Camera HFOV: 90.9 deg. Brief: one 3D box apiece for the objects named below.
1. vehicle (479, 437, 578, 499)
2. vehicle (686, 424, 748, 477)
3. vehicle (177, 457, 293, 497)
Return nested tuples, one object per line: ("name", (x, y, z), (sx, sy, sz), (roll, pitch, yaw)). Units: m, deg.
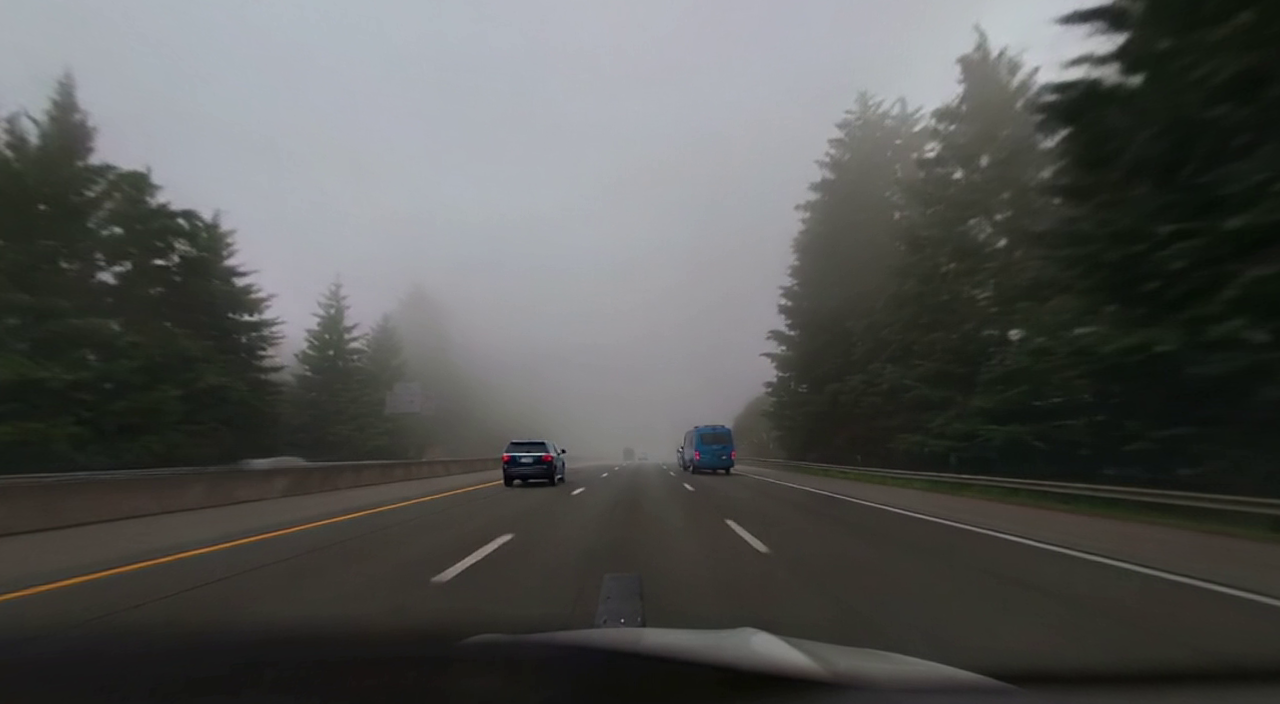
("vehicle", (-3.165, 3.416, 18.967), (2.020, 1.619, 4.690), (0, -9, 1))
("vehicle", (4.198, 5.573, 35.701), (2.614, 2.655, 6.429), (0, -9, 0))
("vehicle", (-16.723, 5.140, 26.312), (1.996, 1.451, 4.298), (0, -9, -1))
